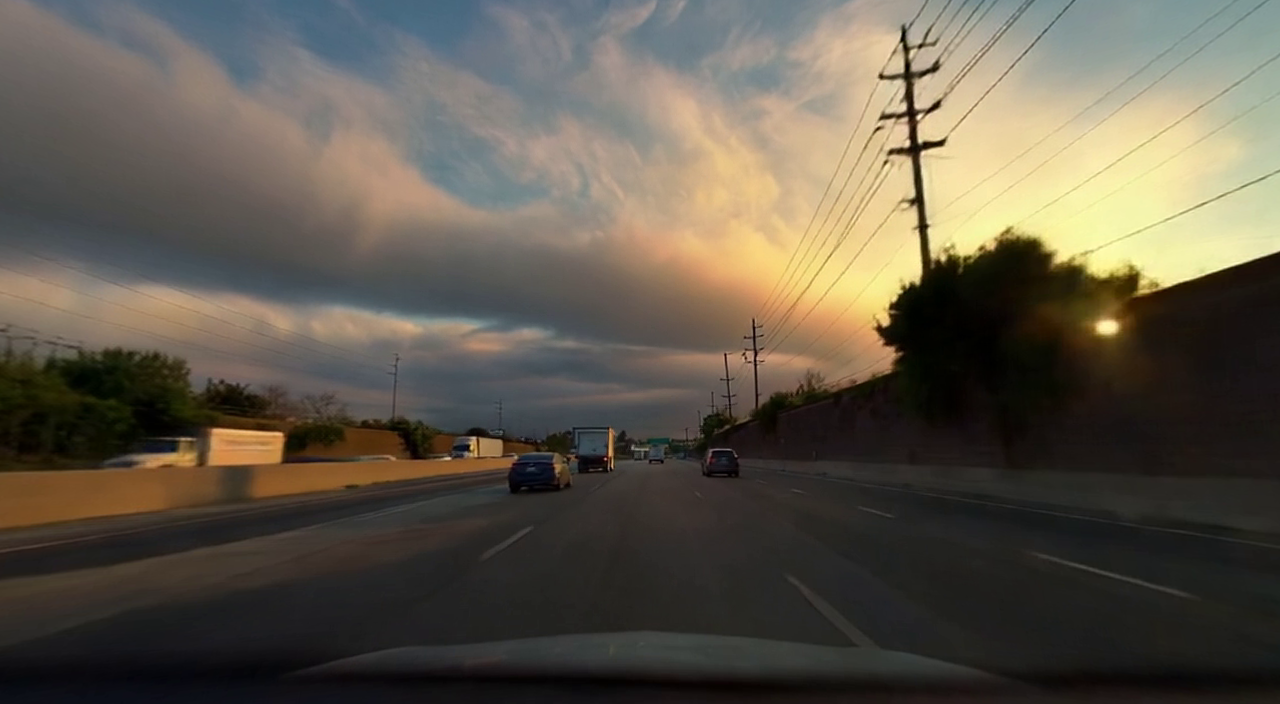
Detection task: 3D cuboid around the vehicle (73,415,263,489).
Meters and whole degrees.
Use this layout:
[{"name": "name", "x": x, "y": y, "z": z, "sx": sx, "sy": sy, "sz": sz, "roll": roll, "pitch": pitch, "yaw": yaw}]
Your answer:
[{"name": "vehicle", "x": -23.640, "y": 5.150, "z": 32.471, "sx": 2.705, "sy": 3.261, "sz": 8.898, "roll": 0, "pitch": -9, "yaw": 1}]

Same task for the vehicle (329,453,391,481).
[{"name": "vehicle", "x": -15.196, "y": 6.247, "z": 34.383, "sx": 1.696, "sy": 1.417, "sz": 3.621, "roll": 0, "pitch": -9, "yaw": 1}]

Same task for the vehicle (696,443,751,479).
[{"name": "vehicle", "x": 4.427, "y": 5.872, "z": 34.171, "sx": 2.214, "sy": 1.799, "sz": 4.627, "roll": 0, "pitch": -9, "yaw": -1}]

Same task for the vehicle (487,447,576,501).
[{"name": "vehicle", "x": -3.250, "y": 3.741, "z": 19.719, "sx": 2.004, "sy": 1.498, "sz": 4.043, "roll": 0, "pitch": -9, "yaw": 1}]

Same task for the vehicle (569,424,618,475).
[{"name": "vehicle", "x": -3.048, "y": 6.622, "z": 42.965, "sx": 2.632, "sy": 3.153, "sz": 6.879, "roll": 0, "pitch": -9, "yaw": 2}]
